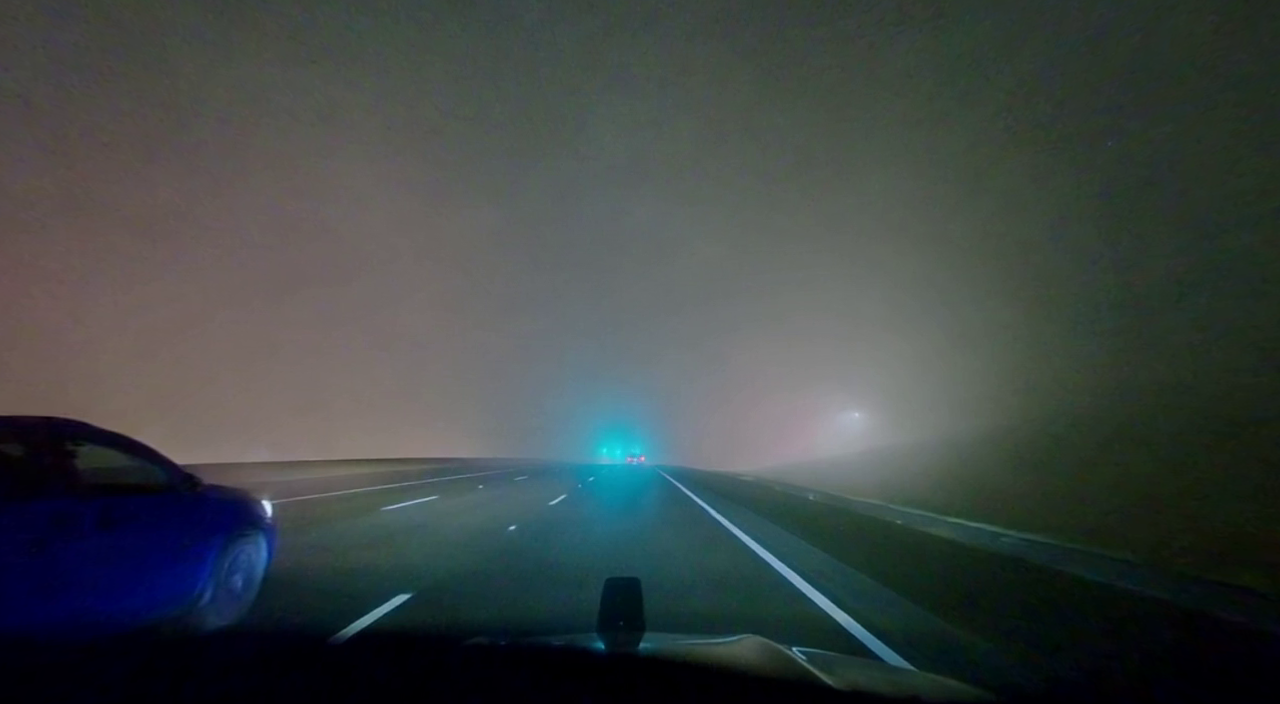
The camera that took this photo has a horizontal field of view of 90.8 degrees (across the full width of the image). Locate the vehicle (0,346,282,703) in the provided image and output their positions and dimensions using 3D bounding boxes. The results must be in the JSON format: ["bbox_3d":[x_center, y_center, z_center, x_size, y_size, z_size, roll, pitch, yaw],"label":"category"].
[{"bbox_3d":[-4.109,0.809,2.598,2.272,1.759,5.058,0,-9,0],"label":"vehicle"}]
